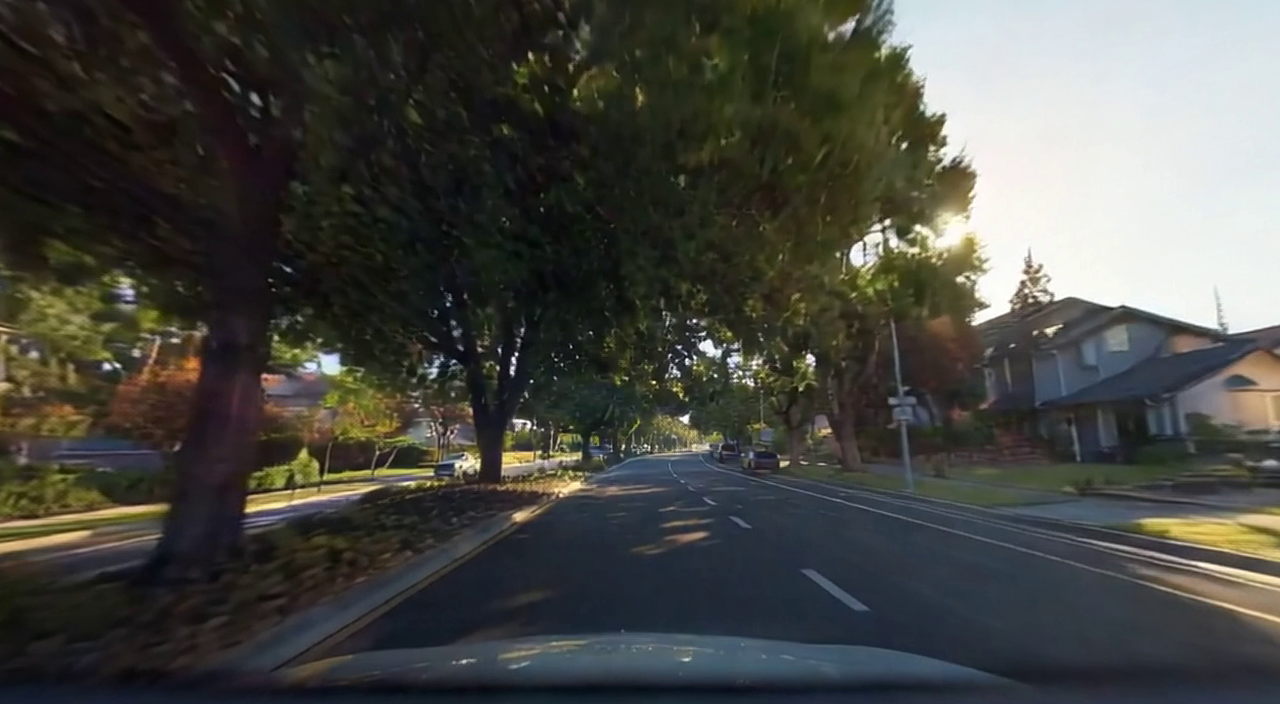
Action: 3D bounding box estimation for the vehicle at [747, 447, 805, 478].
[{"bbox_3d":[6.833,5.587,32.231,1.946,1.404,4.609,0,-8,0],"label":"vehicle"}]

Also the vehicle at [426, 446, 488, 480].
[{"bbox_3d":[-10.709,6.536,37.414,2.095,1.815,4.726,-1,-8,3],"label":"vehicle"}]

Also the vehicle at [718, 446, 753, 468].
[{"bbox_3d":[7.006,7.718,46.630,1.928,1.476,4.383,0,-8,1],"label":"vehicle"}]
